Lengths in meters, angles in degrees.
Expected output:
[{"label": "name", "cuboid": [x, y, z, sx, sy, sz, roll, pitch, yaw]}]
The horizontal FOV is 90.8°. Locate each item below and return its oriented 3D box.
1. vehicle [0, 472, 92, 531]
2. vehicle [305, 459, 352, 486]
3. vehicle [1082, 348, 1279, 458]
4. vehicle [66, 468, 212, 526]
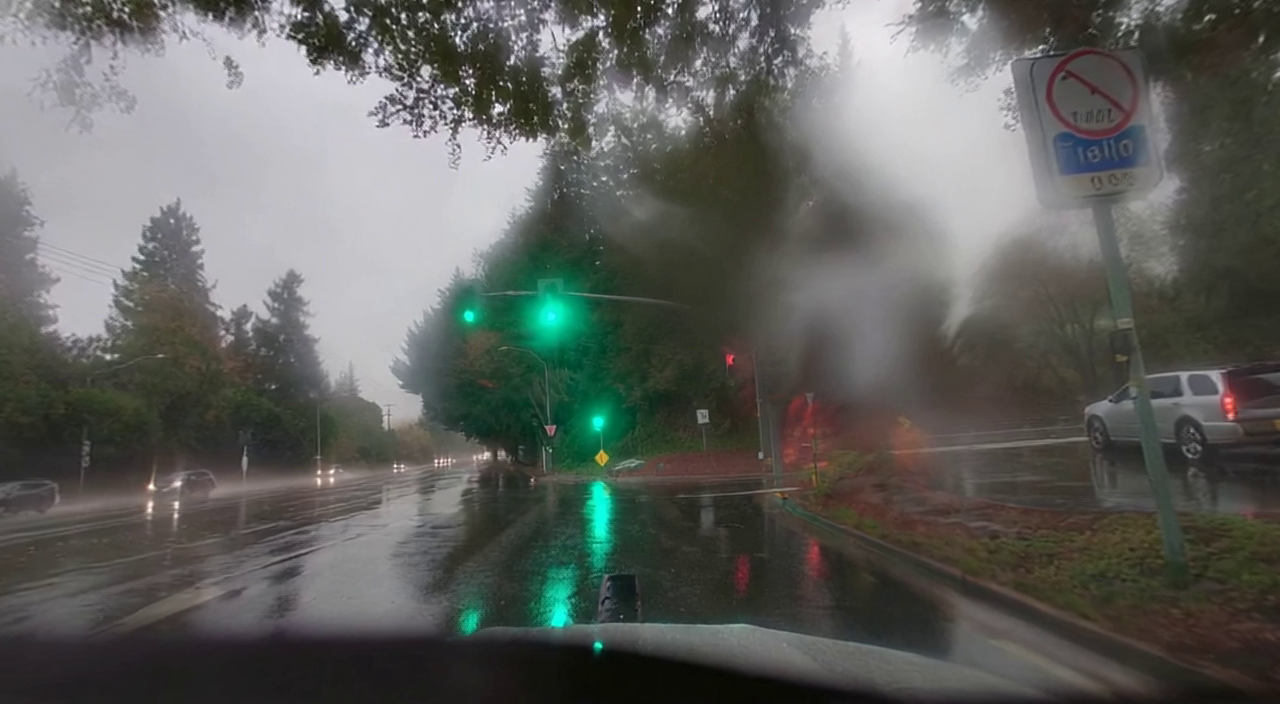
[{"label": "vehicle", "cuboid": [-22.643, 5.499, 23.087, 2.084, 1.775, 4.176, -5, -7, -11]}, {"label": "vehicle", "cuboid": [-21.681, 8.394, 44.107, 1.986, 1.492, 4.332, -3, -8, -13]}, {"label": "vehicle", "cuboid": [10.649, 1.067, 11.784, 1.855, 1.669, 4.529, -3, -9, 6]}, {"label": "vehicle", "cuboid": [-17.408, 4.997, 22.297, 2.078, 1.486, 4.629, -3, -8, -11]}]
